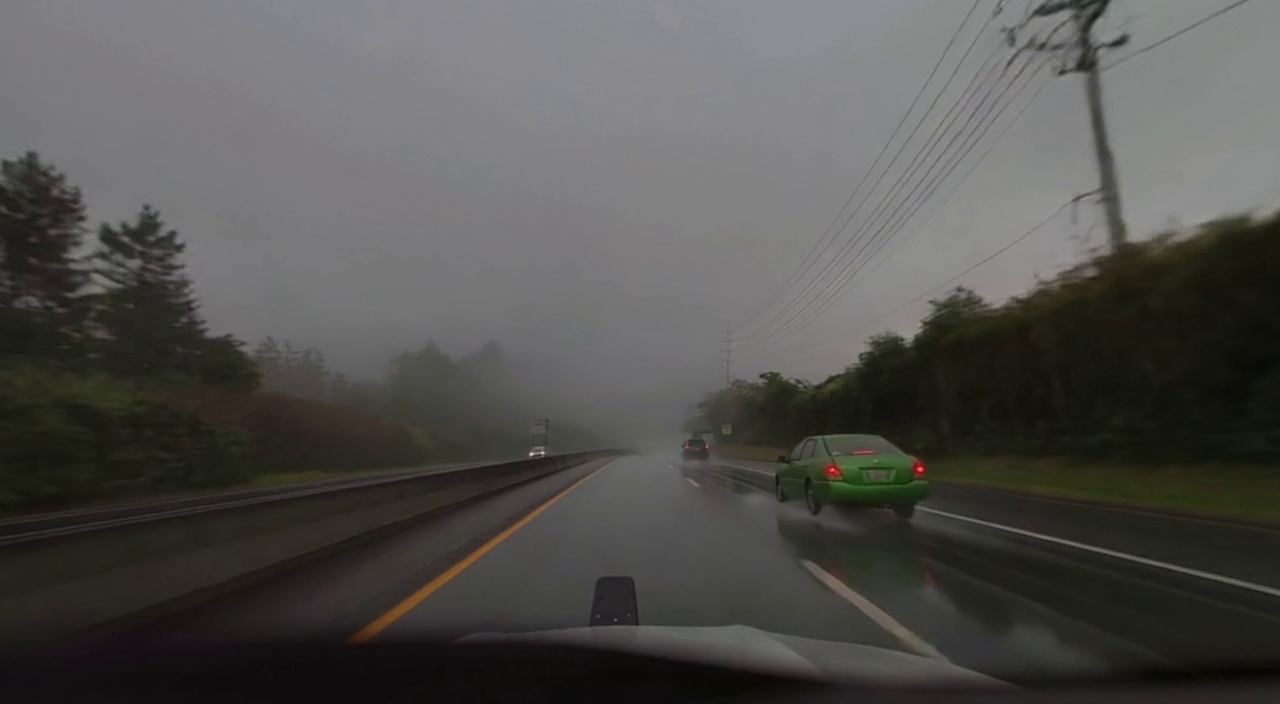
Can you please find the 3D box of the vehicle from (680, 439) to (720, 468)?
[{"bbox_3d":[3.329,5.683,35.530,1.868,1.507,3.833,-1,-8,-1],"label":"vehicle"}]

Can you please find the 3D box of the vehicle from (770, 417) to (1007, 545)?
[{"bbox_3d":[3.589,1.938,10.174,1.977,1.581,4.428,-1,-8,-1],"label":"vehicle"}]
